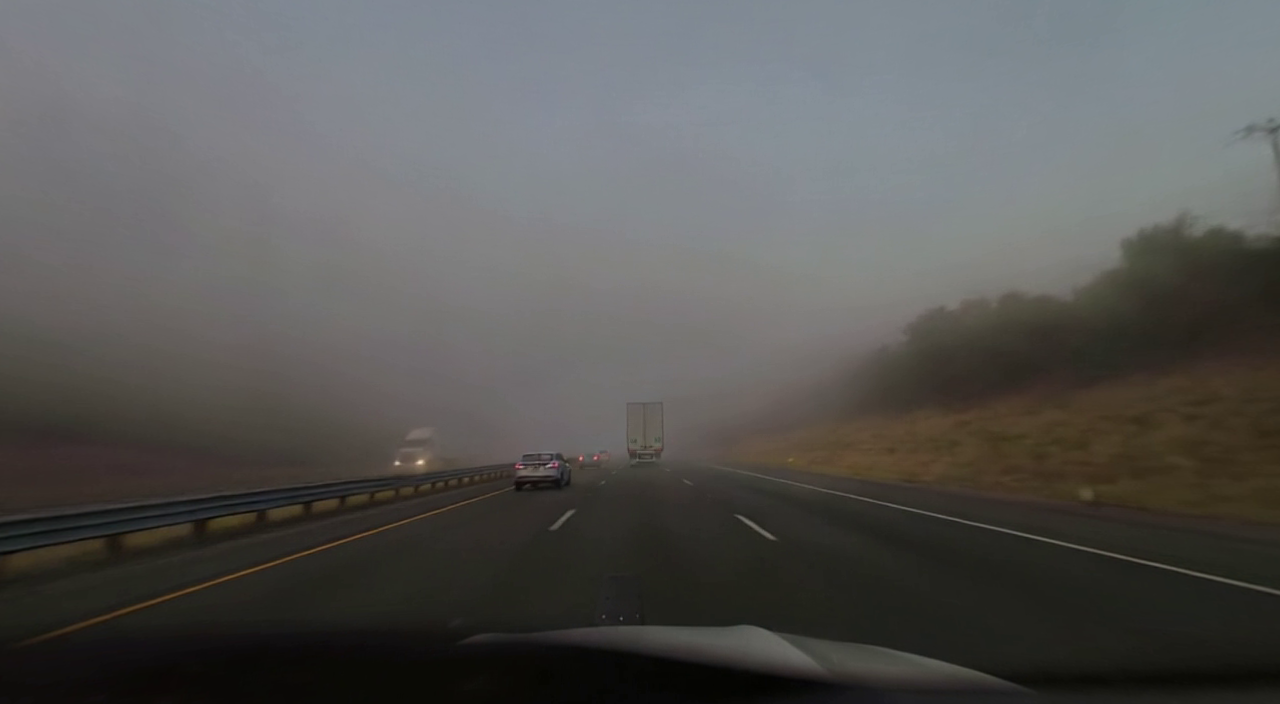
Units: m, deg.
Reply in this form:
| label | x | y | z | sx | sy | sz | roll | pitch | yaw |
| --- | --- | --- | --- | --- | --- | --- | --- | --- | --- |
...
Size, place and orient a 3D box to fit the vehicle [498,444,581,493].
| label | x | y | z | sx | sy | sz | roll | pitch | yaw |
| --- | --- | --- | --- | --- | --- | --- | --- | --- | --- |
| vehicle | -3.336 | 3.969 | 21.843 | 2.053 | 1.489 | 4.740 | 0 | -9 | 1 |

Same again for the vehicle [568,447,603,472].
| label | x | y | z | sx | sy | sz | roll | pitch | yaw |
| --- | --- | --- | --- | --- | --- | --- | --- | --- | --- |
| vehicle | -3.631 | 7.238 | 42.658 | 2.051 | 1.537 | 4.111 | 0 | -9 | 0 |

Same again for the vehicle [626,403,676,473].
| label | x | y | z | sx | sy | sz | roll | pitch | yaw |
| --- | --- | --- | --- | --- | --- | --- | --- | --- | --- |
| vehicle | 0.631 | 5.893 | 42.643 | 2.919 | 4.048 | 11.010 | 0 | -9 | 0 |
